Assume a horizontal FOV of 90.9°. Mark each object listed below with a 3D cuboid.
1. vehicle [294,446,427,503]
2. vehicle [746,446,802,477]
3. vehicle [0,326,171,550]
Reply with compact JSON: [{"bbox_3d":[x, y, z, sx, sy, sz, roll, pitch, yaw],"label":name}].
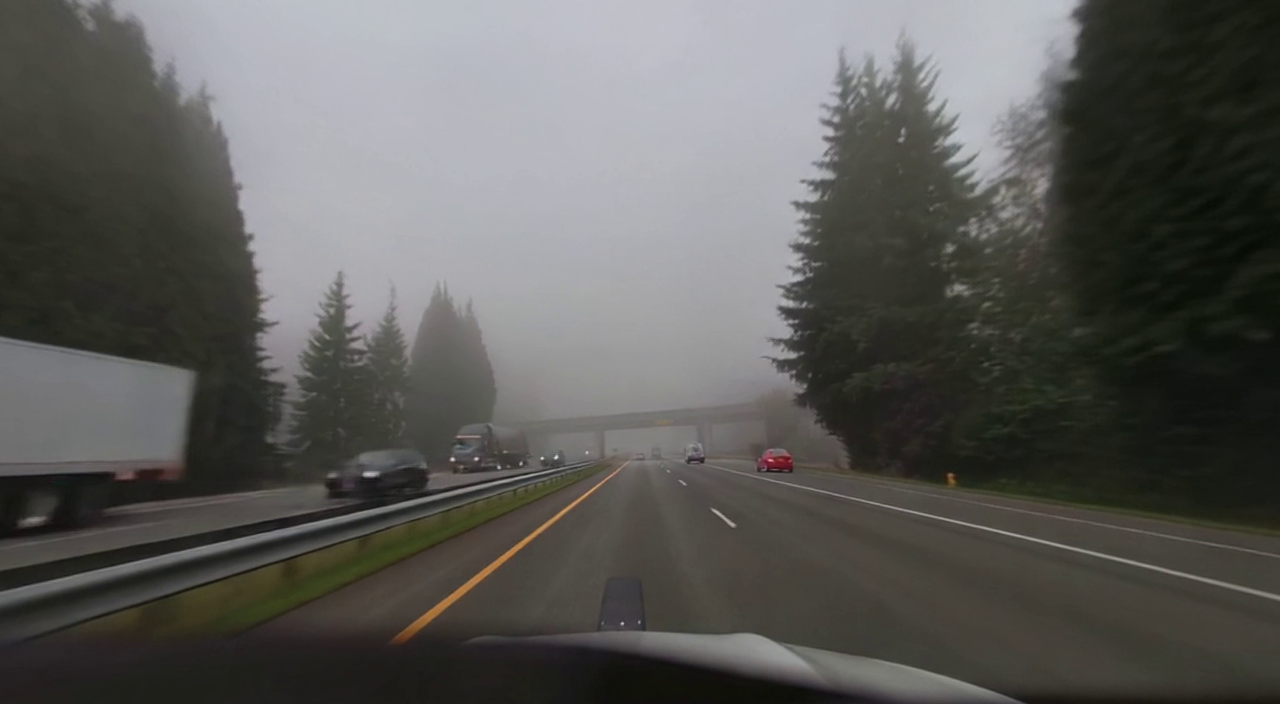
[{"bbox_3d":[-8.628,3.818,20.028,2.081,1.569,4.607,0,-9,0],"label":"vehicle"},{"bbox_3d":[6.847,5.635,32.612,1.987,1.473,4.244,0,-9,0],"label":"vehicle"},{"bbox_3d":[-13.279,1.078,8.425,3.133,4.027,14.079,0,-9,0],"label":"vehicle"}]
